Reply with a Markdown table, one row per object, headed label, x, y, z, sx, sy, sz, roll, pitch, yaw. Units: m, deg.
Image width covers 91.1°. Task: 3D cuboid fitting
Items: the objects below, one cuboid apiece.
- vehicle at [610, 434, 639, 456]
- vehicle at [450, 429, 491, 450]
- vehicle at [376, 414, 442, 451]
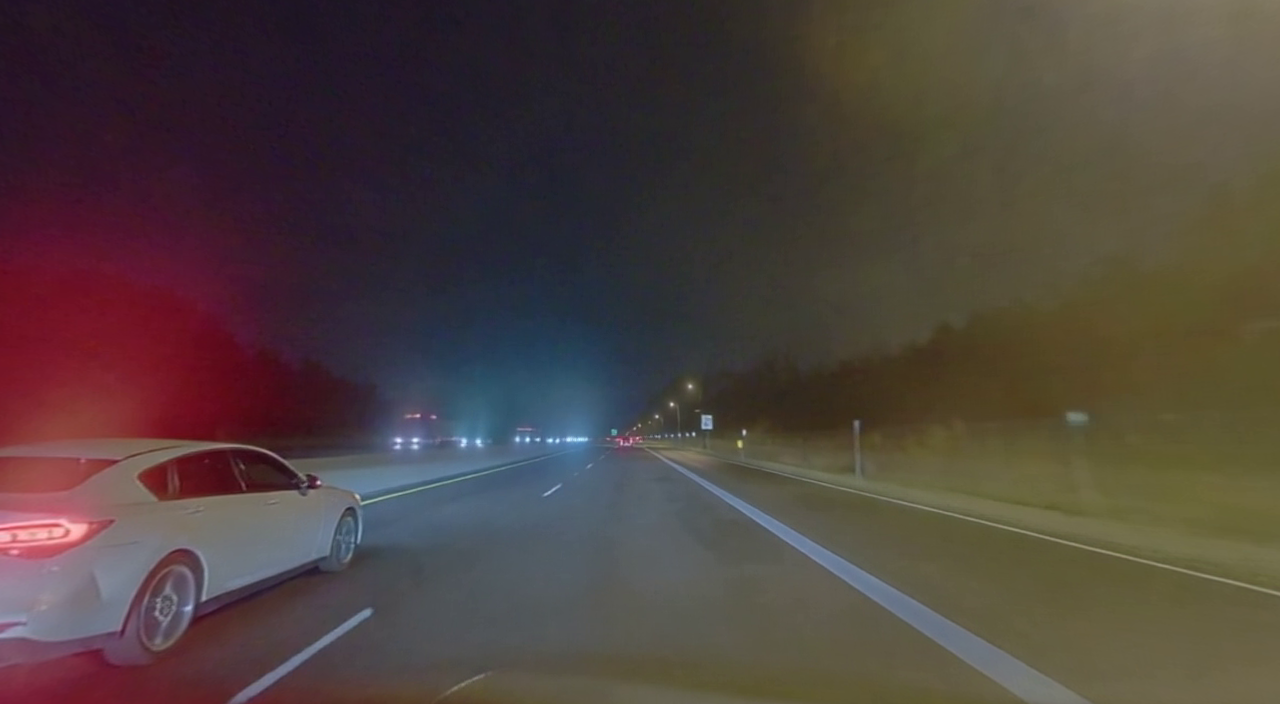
| label | x | y | z | sx | sy | sz | roll | pitch | yaw |
| --- | --- | --- | --- | --- | --- | --- | --- | --- | --- |
| vehicle | -1.162 | 6.817 | 46.367 | 2.025 | 1.519 | 3.924 | 0 | -8 | -2 |
| vehicle | -13.175 | 6.855 | 49.275 | 1.927 | 1.559 | 4.766 | 0 | -8 | -1 |
| vehicle | -17.566 | 6.211 | 48.334 | 2.504 | 2.564 | 6.827 | 0 | -8 | -1 |
